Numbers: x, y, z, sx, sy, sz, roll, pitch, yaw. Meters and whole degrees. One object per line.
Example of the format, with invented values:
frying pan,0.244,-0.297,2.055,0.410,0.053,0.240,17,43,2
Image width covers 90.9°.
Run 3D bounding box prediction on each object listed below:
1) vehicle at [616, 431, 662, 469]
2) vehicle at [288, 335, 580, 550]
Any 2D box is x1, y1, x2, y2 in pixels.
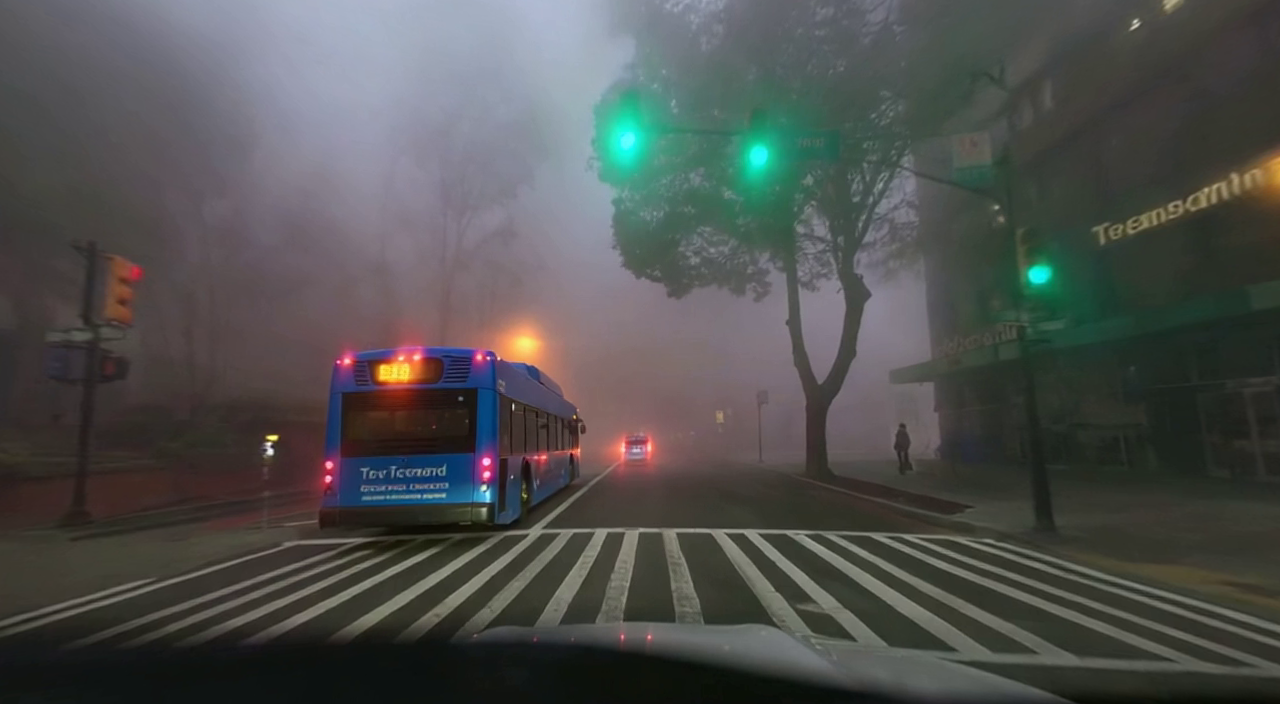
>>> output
vehicle,-0.034,4.781,30.954,2.120,1.727,3.917,0,-8,0
vehicle,-3.175,1.821,12.837,2.920,2.884,8.588,0,-8,1
